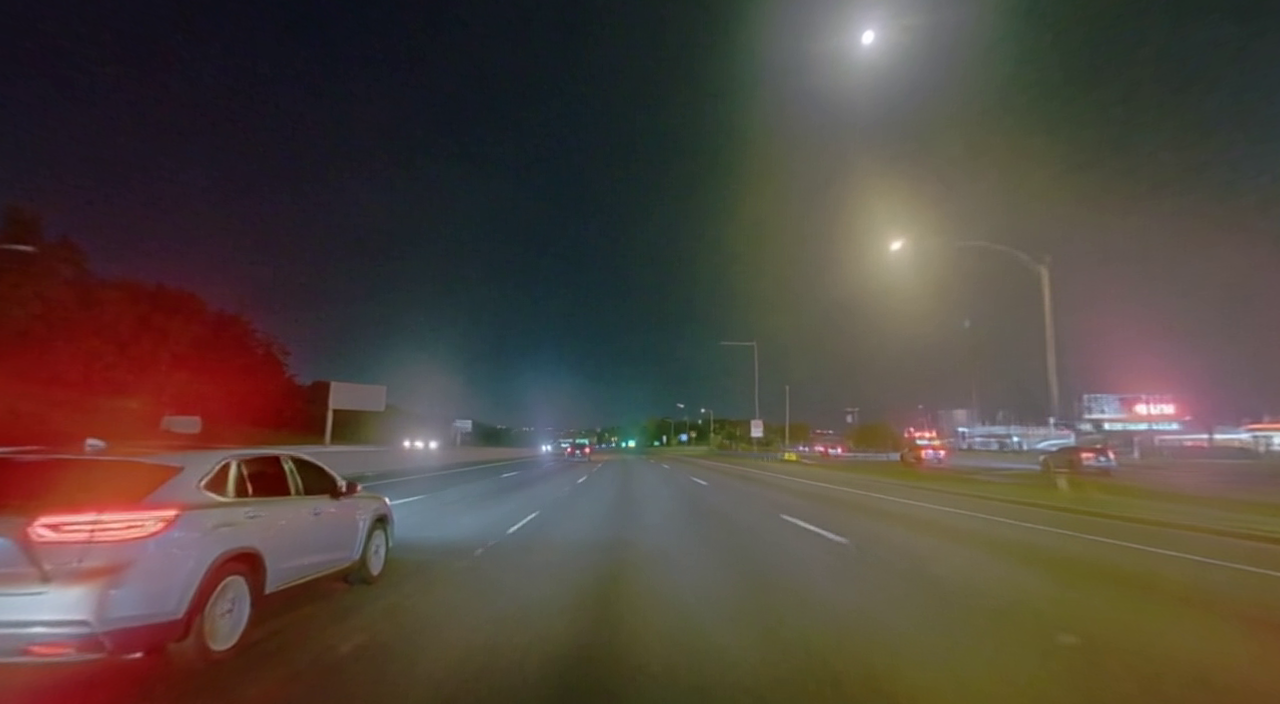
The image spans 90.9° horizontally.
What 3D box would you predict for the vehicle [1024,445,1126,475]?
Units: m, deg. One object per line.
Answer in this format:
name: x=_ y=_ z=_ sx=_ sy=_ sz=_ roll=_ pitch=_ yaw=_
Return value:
vehicle: x=26.988 y=6.692 z=39.422 sx=1.972 sy=1.749 sz=5.464 roll=1 pitch=-8 yaw=-7
